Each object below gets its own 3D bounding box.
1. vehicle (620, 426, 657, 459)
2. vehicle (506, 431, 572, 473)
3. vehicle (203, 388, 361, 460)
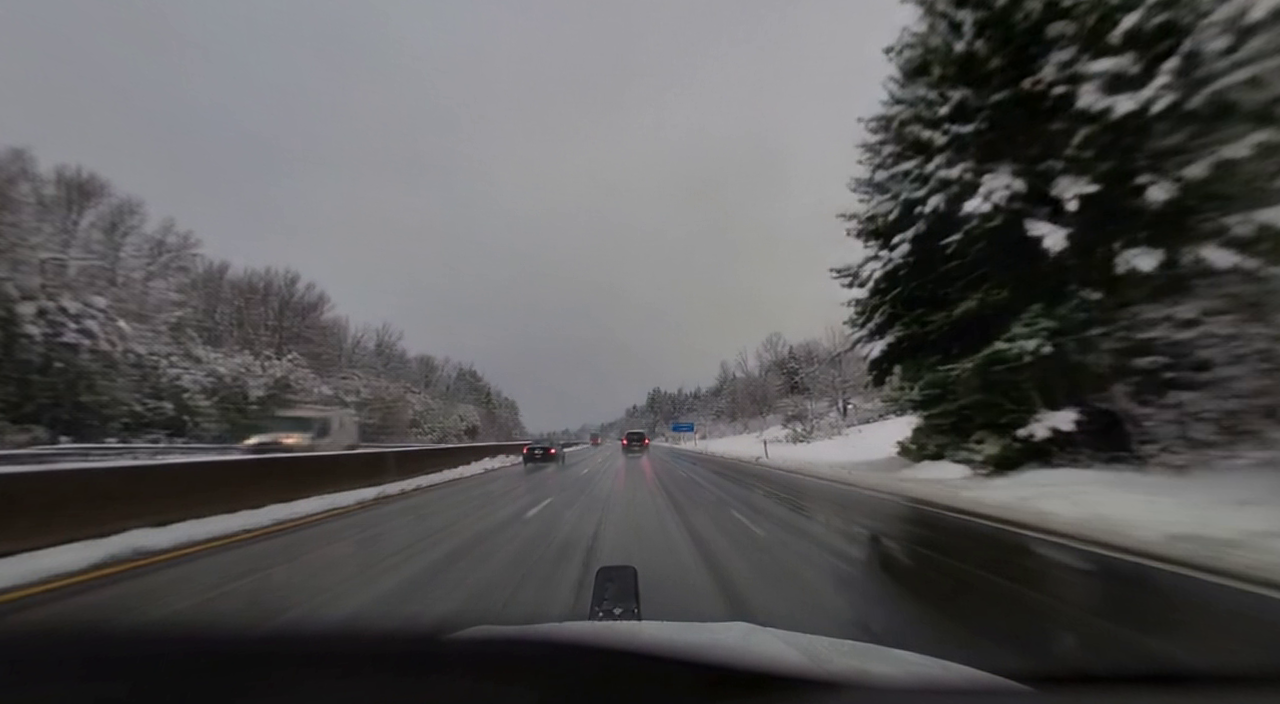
[{"bbox_3d":[-0.106,5.729,40.044,2.223,1.957,4.416,0,-8,-1],"label":"vehicle"},{"bbox_3d":[-4.077,4.094,26.106,2.062,1.567,4.117,0,-8,0],"label":"vehicle"},{"bbox_3d":[-13.042,2.766,23.598,2.474,2.352,5.794,0,-8,0],"label":"vehicle"}]
